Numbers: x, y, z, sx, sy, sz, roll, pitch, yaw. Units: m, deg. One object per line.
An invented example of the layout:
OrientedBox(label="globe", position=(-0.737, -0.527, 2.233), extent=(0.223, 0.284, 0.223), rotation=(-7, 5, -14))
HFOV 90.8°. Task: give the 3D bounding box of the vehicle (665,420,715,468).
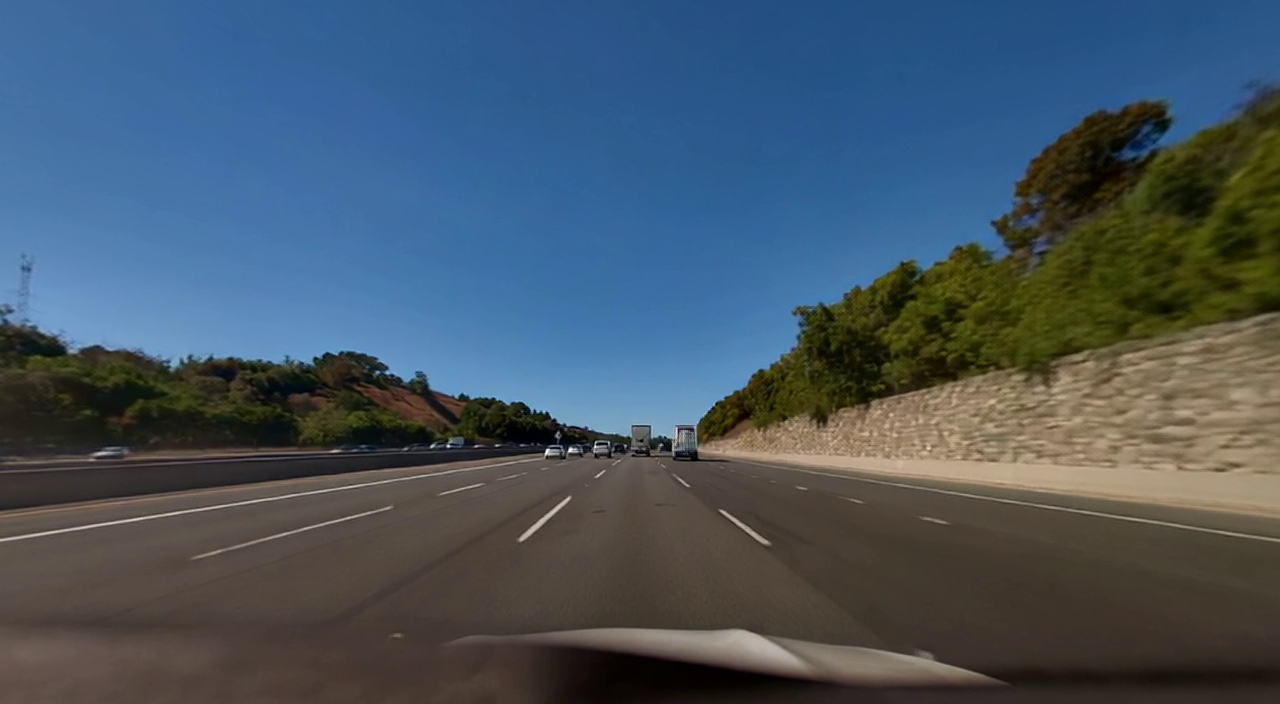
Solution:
OrientedBox(label="vehicle", position=(3.520, 6.743, 46.337), extent=(2.795, 3.187, 7.205), rotation=(0, -9, -2))
